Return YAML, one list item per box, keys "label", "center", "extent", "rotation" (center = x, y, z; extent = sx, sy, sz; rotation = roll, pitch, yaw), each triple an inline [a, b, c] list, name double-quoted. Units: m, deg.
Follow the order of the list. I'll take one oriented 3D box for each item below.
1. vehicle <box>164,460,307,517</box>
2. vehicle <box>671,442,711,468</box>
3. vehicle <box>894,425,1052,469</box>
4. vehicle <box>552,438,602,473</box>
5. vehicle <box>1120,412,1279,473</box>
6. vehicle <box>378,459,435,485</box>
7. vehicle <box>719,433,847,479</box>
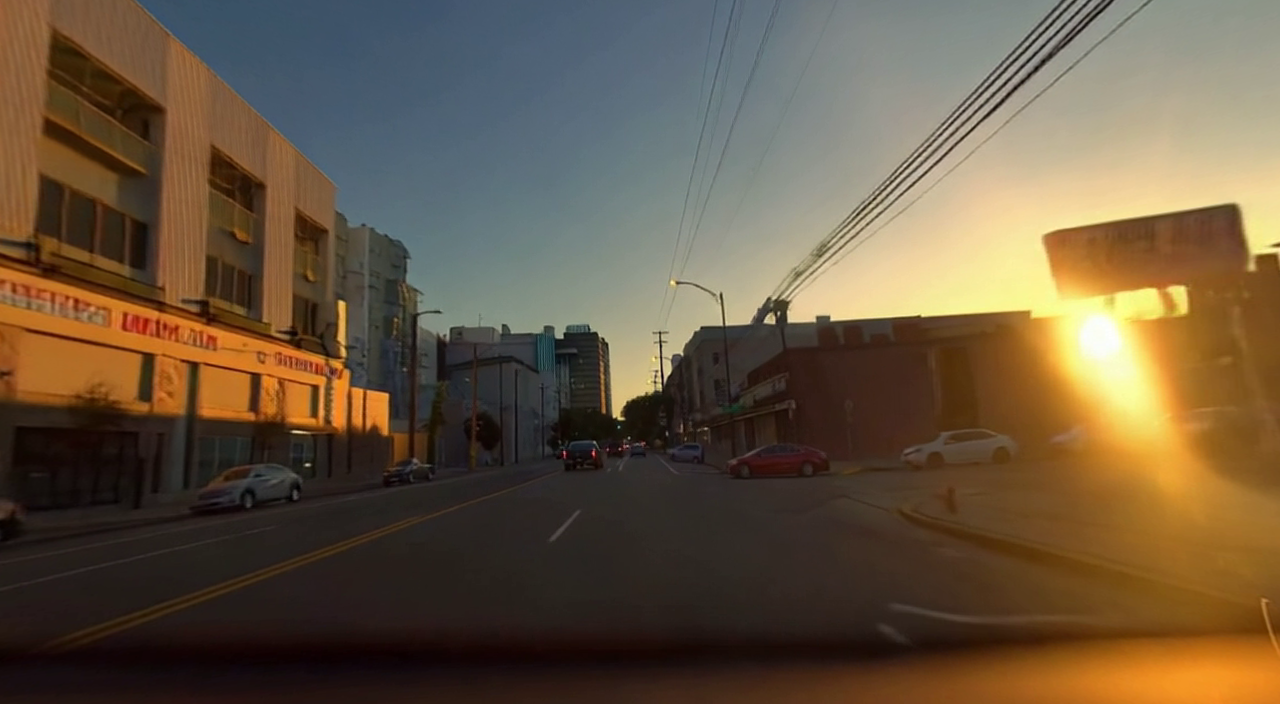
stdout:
- label: "vehicle"
  center: [-15.485, 5.212, 24.669]
  extent: [1.966, 1.760, 5.423]
  rotation: [-1, -8, 0]
- label: "vehicle"
  center: [3.183, 6.589, 40.575]
  extent: [2.007, 1.558, 4.464]
  rotation: [0, -8, -2]
- label: "vehicle"
  center: [12.815, 3.727, 24.708]
  extent: [5.034, 1.590, 2.025]
  rotation: [-2, -8, 13]
- label: "vehicle"
  center: [-3.500, 5.839, 35.910]
  extent: [2.348, 1.831, 4.737]
  rotation: [0, -8, 0]
- label: "vehicle"
  center: [15.740, 2.364, 16.520]
  extent: [4.877, 1.471, 1.852]
  rotation: [0, -8, -2]
- label: "vehicle"
  center: [-15.766, 8.127, 42.915]
  extent: [2.073, 1.492, 4.687]
  rotation: [-1, -8, 0]
- label: "vehicle"
  center: [5.300, 3.939, 24.075]
  extent: [4.474, 1.632, 2.234]
  rotation: [-1, -8, 5]
